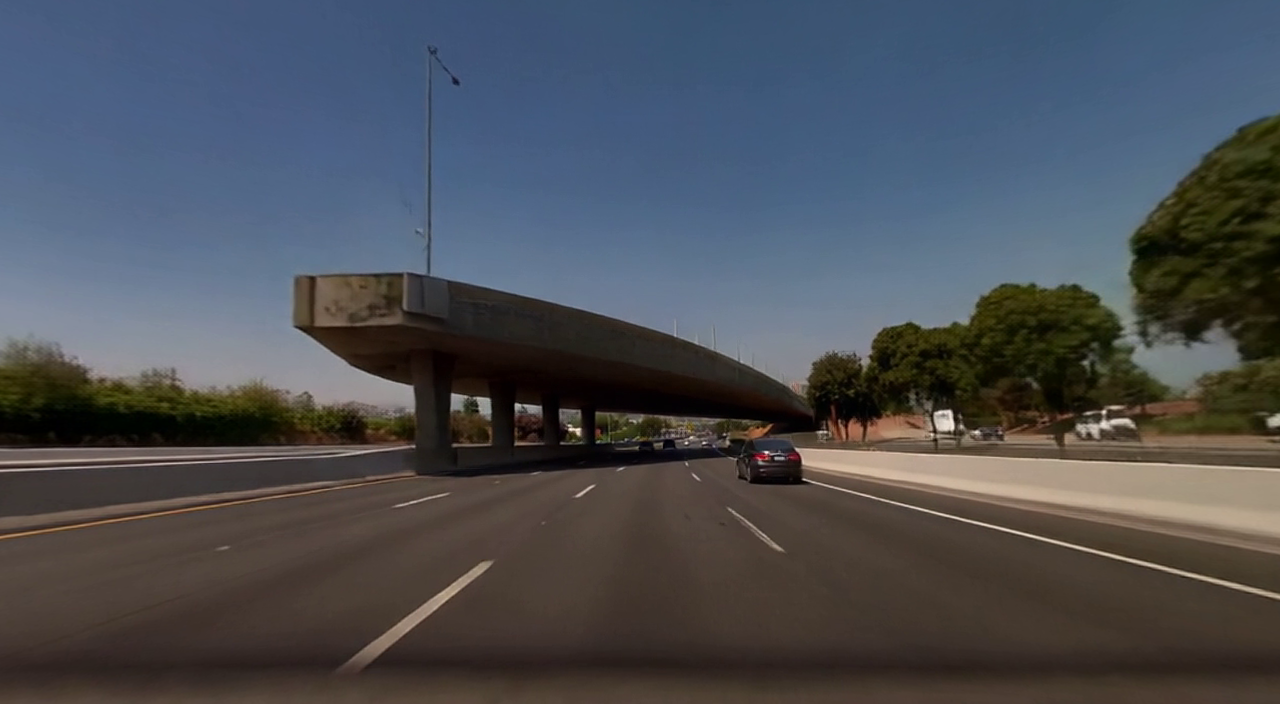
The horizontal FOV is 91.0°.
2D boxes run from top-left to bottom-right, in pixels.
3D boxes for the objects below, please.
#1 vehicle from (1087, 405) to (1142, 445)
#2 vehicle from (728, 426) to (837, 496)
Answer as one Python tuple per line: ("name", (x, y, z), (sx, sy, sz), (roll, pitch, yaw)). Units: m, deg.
("vehicle", (34.048, 5.305, 45.046), (2.478, 2.614, 6.965), (-8, -11, 40))
("vehicle", (3.820, 2.997, 17.669), (2.090, 1.715, 4.228), (0, -8, 0))
